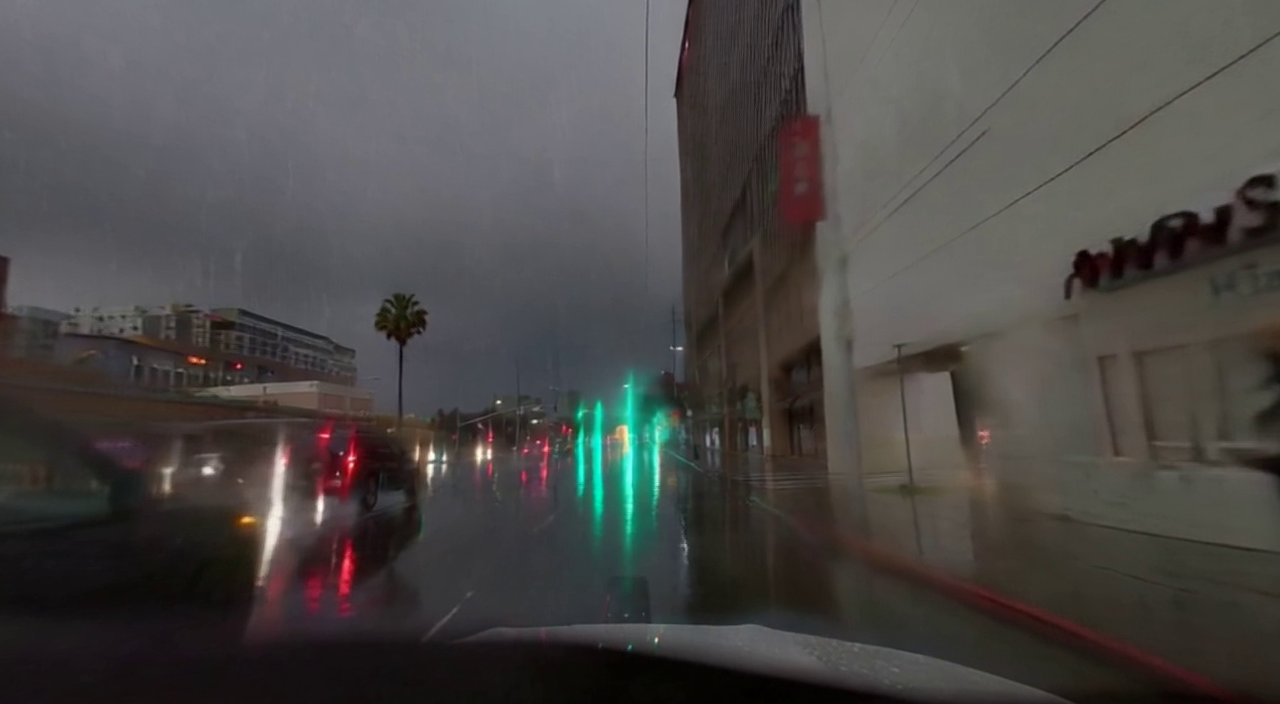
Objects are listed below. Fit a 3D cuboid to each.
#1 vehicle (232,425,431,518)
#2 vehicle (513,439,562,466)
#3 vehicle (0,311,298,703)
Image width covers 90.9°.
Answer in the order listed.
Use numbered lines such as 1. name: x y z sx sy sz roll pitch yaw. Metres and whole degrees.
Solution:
1. vehicle: -6.493 2.566 14.060 2.007 1.698 4.759 0 -8 0
2. vehicle: -5.951 5.893 37.078 2.030 1.488 4.650 0 -8 1
3. vehicle: -3.262 0.642 1.400 2.277 1.743 4.893 0 -8 -1
